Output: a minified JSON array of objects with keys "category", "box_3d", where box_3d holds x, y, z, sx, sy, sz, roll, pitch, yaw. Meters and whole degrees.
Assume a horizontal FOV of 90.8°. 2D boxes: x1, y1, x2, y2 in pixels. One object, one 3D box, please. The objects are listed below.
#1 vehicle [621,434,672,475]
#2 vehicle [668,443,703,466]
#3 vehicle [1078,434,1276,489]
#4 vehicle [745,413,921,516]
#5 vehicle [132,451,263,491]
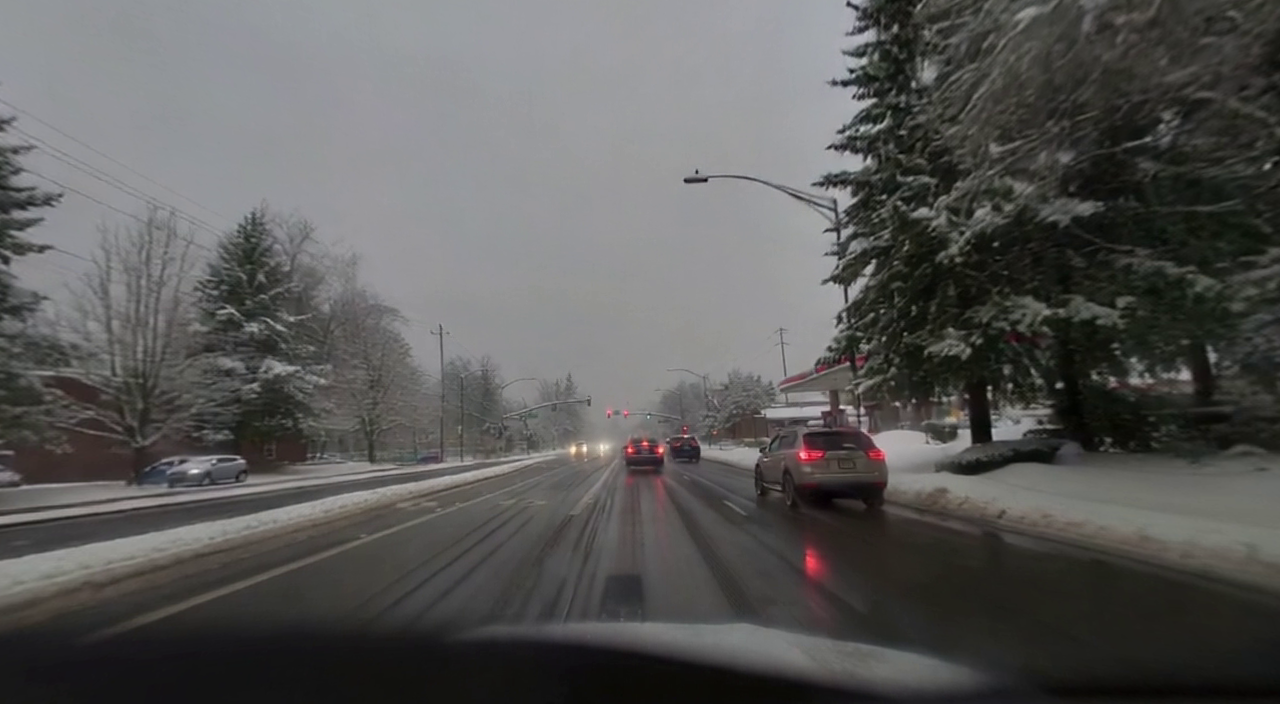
[{"category":"vehicle","box_3d":[0.205,4.652,28.764,2.164,1.718,3.881,0,-8,-2]},{"category":"vehicle","box_3d":[2.814,6.485,40.078,1.822,1.331,3.583,0,-9,-2]},{"category":"vehicle","box_3d":[15.762,3.215,18.734,4.165,1.517,1.795,0,-9,0]},{"category":"vehicle","box_3d":[3.818,2.355,13.655,2.116,1.791,5.006,0,-8,-1]},{"category":"vehicle","box_3d":[-24.332,6.498,35.032,2.100,1.937,5.517,-4,-9,26]}]
